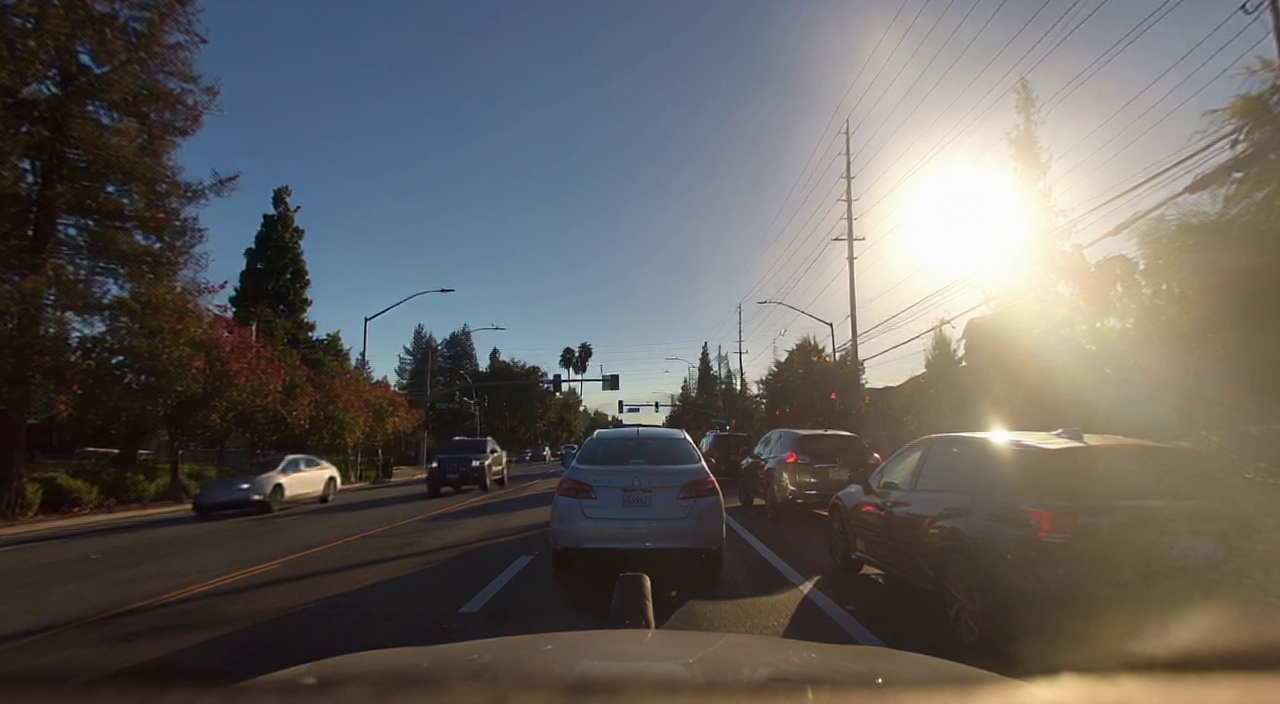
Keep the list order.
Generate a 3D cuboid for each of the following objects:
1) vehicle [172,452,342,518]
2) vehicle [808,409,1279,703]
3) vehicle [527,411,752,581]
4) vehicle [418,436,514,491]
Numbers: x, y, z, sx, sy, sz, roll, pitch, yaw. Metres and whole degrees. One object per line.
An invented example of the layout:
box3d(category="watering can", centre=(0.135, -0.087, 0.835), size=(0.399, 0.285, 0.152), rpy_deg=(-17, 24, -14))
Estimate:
box3d(category="vehicle", centre=(-9.993, 3.459, 16.908), size=(1.921, 1.471, 4.137), rpy_deg=(0, -8, 1))
box3d(category="vehicle", centre=(2.885, 1.316, 4.980), size=(1.950, 1.487, 4.275), rpy_deg=(0, -8, 0))
box3d(category="vehicle", centre=(0.007, 1.722, 8.323), size=(2.200, 1.653, 4.127), rpy_deg=(0, -8, 0))
box3d(category="vehicle", centre=(-6.084, 3.951, 22.644), size=(2.068, 1.739, 4.572), rpy_deg=(0, -8, 1))
